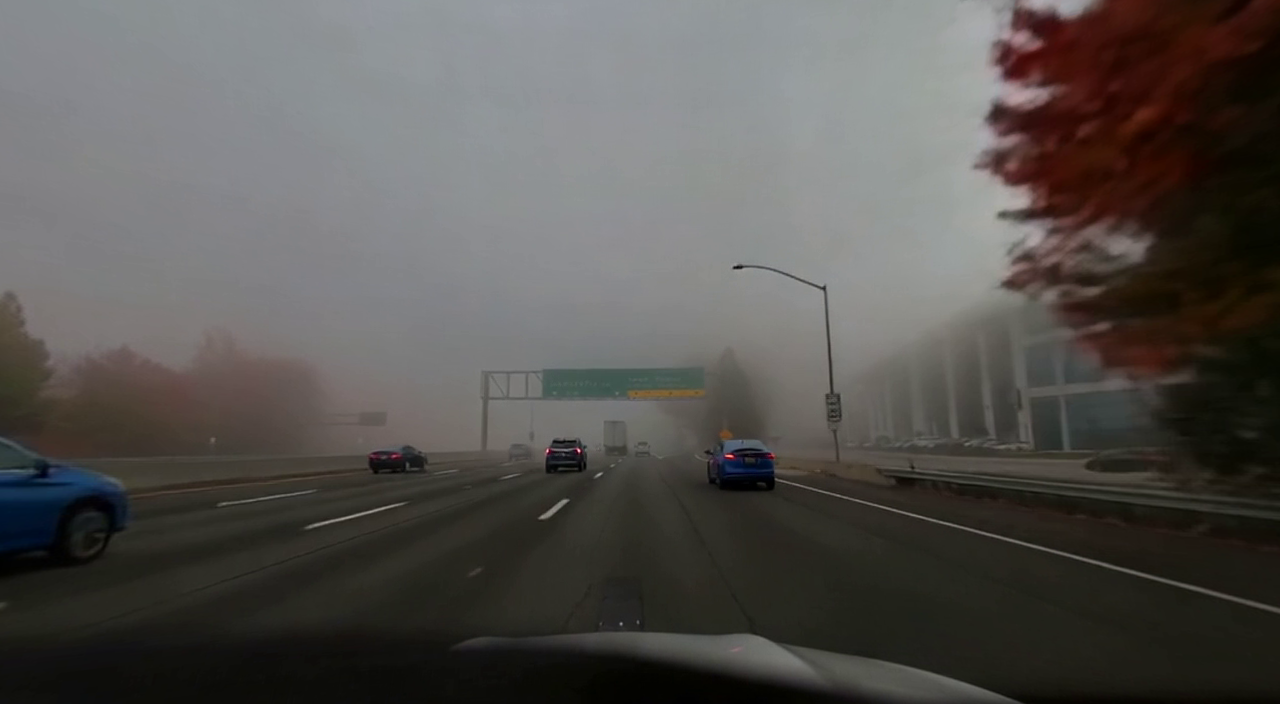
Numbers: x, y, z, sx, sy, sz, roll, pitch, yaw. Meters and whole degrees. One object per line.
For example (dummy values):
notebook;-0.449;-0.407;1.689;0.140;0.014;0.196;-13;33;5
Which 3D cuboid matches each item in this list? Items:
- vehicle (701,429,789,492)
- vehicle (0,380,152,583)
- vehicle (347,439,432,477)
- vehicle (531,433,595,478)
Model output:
vehicle;3.213;3.431;20.192;2.101;1.742;4.495;1;-9;1
vehicle;-7.061;1.034;4.818;2.314;1.842;5.279;1;-9;1
vehicle;-10.918;4.644;27.770;1.919;1.509;4.265;1;-9;1
vehicle;-3.191;4.395;27.011;2.111;1.742;4.315;0;-9;1
